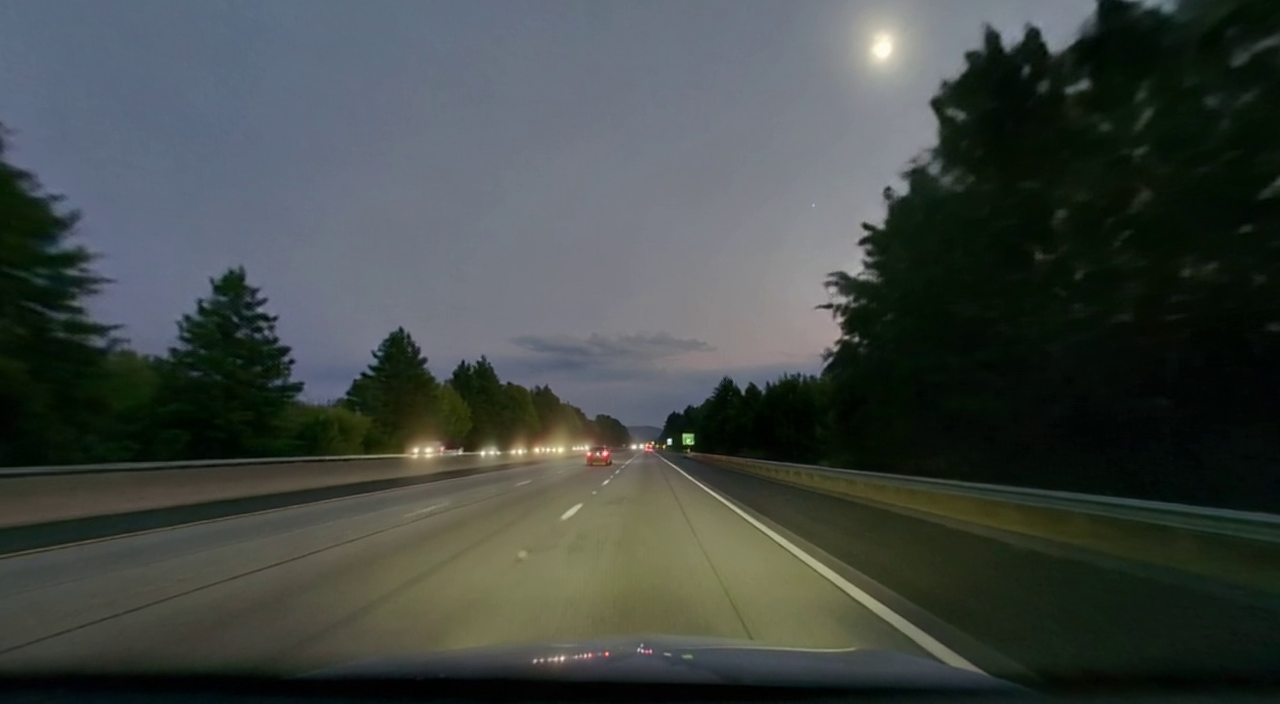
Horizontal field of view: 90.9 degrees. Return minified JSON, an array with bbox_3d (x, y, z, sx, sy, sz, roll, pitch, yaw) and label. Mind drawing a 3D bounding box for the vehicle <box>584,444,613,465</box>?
[{"bbox_3d":[-3.193,8.024,49.437,1.993,1.589,3.898,0,-8,1],"label":"vehicle"}]
